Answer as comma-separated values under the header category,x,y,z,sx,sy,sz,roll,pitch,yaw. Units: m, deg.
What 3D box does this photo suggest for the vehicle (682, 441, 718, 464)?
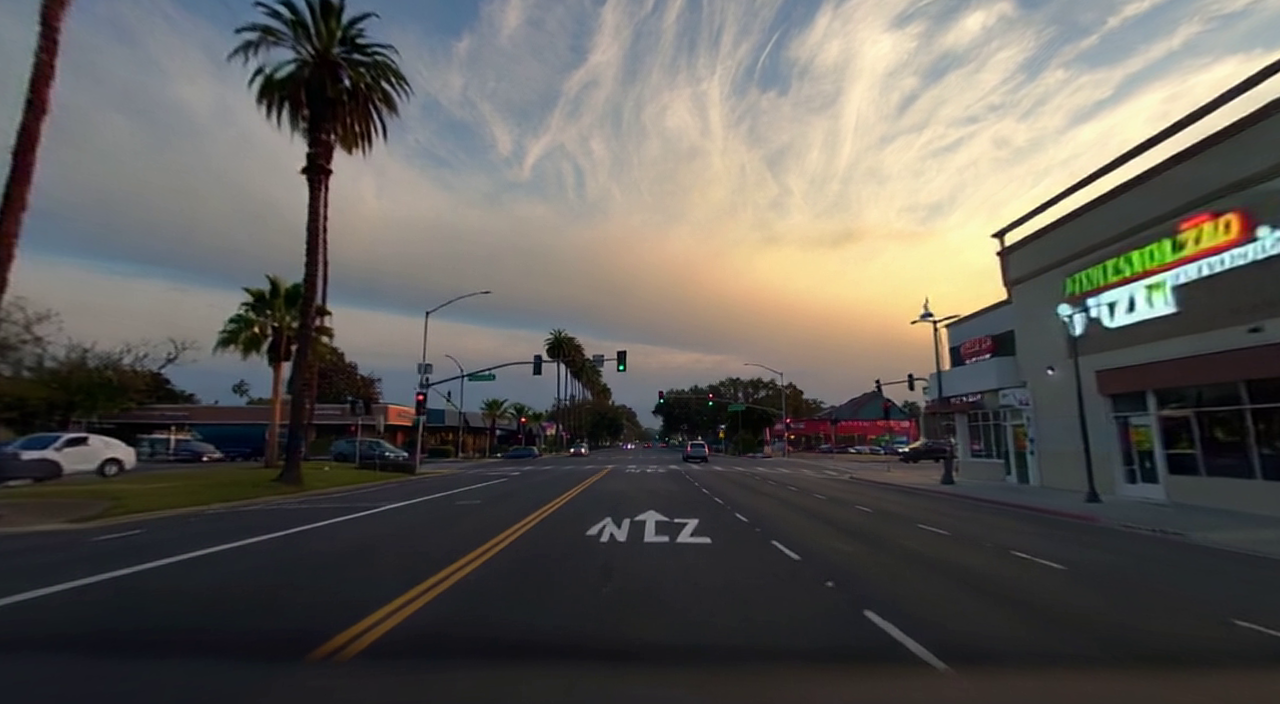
category,x,y,z,sx,sy,sz,roll,pitch,yaw
vehicle,4.066,6.926,43.372,2.065,1.507,4.225,0,-9,-1

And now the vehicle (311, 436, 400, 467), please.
category,x,y,z,sx,sy,sz,roll,pitch,yaw
vehicle,-19.447,6.814,43.194,4.901,2.064,2.296,0,-8,1

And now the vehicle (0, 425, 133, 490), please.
category,x,y,z,sx,sy,sz,roll,pitch,yaw
vehicle,-19.526,3.285,19.741,5.049,1.874,2.462,0,-9,0
